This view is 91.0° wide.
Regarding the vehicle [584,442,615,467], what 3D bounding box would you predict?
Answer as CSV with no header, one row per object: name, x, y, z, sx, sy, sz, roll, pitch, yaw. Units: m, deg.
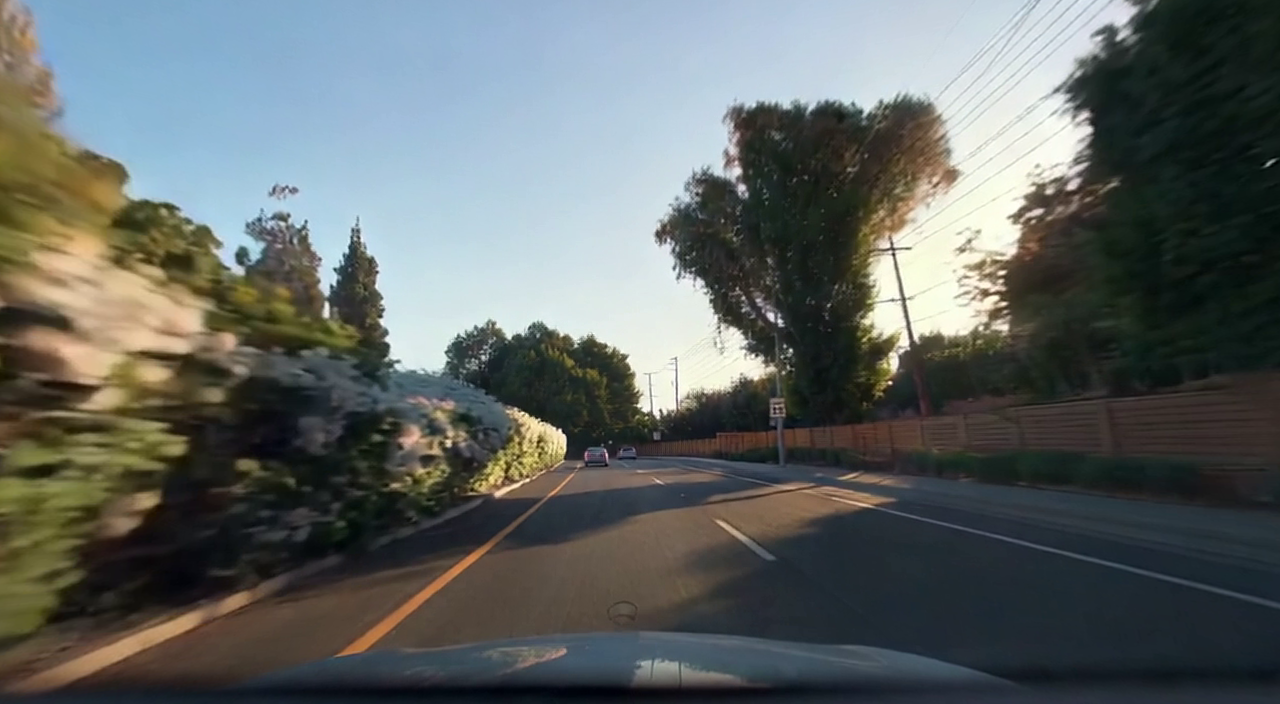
vehicle,-2.922,7.240,44.621,2.005,1.633,4.044,1,-9,-5
